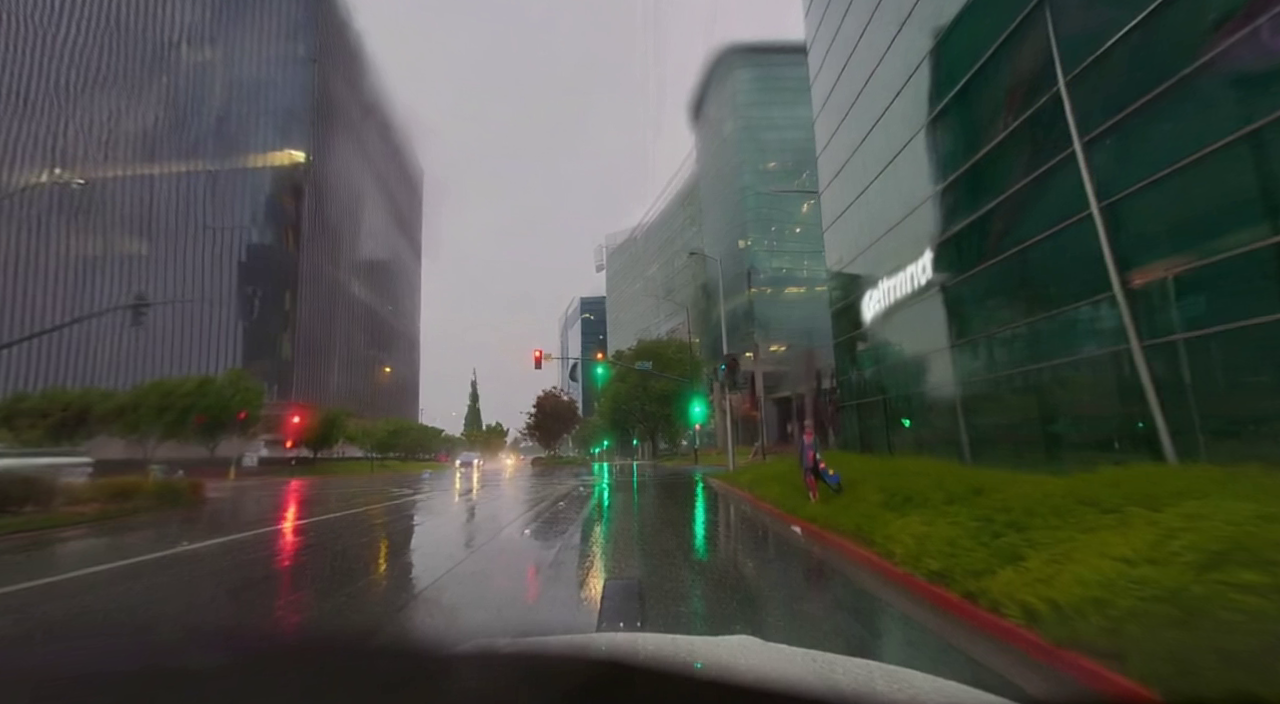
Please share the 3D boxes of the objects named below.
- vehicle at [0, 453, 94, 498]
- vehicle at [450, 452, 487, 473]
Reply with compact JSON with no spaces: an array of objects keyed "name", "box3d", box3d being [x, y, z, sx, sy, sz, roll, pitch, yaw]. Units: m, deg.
[{"name":"vehicle","box3d":[-29.574,5.910,30.224,4.868,1.866,2.170,-2,-6,4]},{"name":"vehicle","box3d":[-12.893,8.333,47.641,1.906,1.502,4.396,1,-9,-5]}]
